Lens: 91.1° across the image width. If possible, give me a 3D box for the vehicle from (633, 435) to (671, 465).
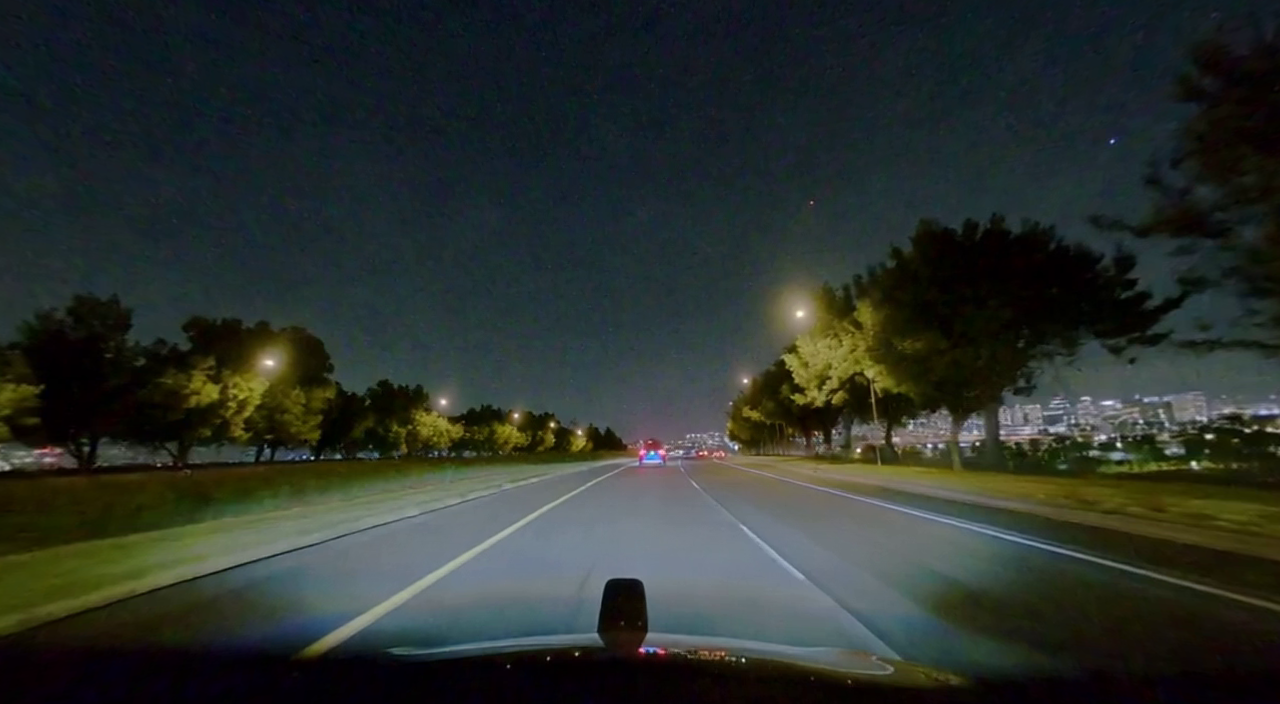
[{"bbox_3d":[0.981,7.345,47.046,2.546,2.126,5.153,-1,-9,4],"label":"vehicle"}]
